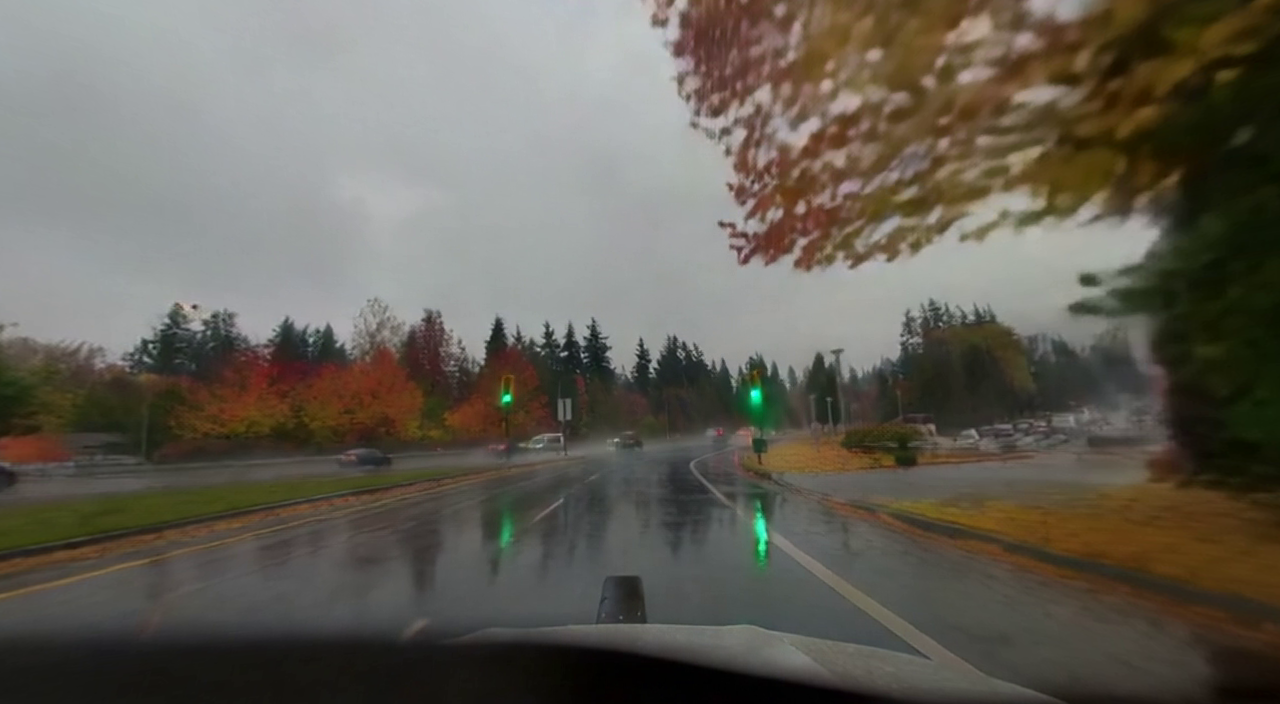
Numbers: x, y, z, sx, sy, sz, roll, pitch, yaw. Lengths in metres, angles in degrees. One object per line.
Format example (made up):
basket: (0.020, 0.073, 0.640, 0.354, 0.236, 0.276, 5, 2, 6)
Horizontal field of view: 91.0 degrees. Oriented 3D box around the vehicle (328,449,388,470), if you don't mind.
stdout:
vehicle: (-22.160, 8.457, 49.637, 1.865, 1.518, 4.231, -3, -9, 20)
